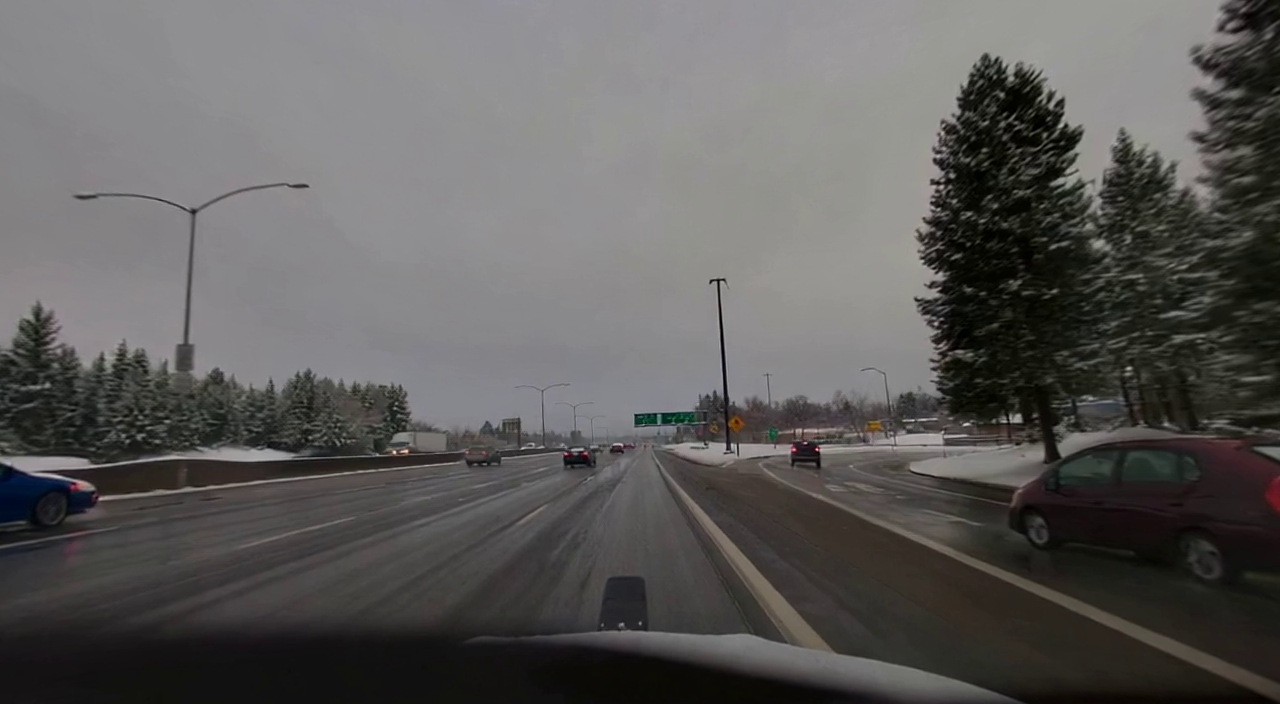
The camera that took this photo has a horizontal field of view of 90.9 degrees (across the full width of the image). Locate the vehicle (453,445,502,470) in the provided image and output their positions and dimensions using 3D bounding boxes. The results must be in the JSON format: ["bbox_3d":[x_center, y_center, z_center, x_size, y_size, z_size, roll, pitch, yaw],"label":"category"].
[{"bbox_3d":[-10.012,6.525,39.190,1.930,1.490,3.955,0,-8,1],"label":"vehicle"}]

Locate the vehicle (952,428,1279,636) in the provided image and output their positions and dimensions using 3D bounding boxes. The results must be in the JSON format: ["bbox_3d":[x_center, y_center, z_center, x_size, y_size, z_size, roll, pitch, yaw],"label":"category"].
[{"bbox_3d":[5.362,1.600,6.735,2.002,1.457,4.497,-1,-8,4],"label":"vehicle"}]

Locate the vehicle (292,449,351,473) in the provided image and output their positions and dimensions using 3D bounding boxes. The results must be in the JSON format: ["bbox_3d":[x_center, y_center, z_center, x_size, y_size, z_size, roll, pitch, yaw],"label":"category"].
[{"bbox_3d":[-22.400,7.657,44.568,1.857,1.521,4.220,0,-8,2],"label":"vehicle"}]

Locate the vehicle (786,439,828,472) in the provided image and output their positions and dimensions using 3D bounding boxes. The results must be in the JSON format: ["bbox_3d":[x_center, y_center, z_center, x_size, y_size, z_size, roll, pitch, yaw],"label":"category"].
[{"bbox_3d":[9.953,6.185,37.884,2.127,1.815,4.777,-2,-8,11],"label":"vehicle"}]

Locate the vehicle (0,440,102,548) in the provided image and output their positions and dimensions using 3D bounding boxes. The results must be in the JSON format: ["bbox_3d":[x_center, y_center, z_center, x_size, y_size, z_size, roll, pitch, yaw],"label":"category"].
[{"bbox_3d":[-10.154,1.909,8.201,2.002,1.526,4.822,0,-8,1],"label":"vehicle"}]

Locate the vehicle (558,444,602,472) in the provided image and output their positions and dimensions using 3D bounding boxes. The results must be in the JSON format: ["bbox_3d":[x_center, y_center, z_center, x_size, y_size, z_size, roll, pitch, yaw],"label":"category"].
[{"bbox_3d":[-3.323,5.941,35.710,2.050,1.479,4.342,0,-8,1],"label":"vehicle"}]

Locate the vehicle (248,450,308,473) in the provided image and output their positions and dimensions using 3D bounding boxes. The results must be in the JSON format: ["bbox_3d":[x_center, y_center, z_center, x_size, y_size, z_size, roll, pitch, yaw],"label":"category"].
[{"bbox_3d":[-25.993,7.833,45.423,1.962,1.489,4.009,0,-8,0],"label":"vehicle"}]
